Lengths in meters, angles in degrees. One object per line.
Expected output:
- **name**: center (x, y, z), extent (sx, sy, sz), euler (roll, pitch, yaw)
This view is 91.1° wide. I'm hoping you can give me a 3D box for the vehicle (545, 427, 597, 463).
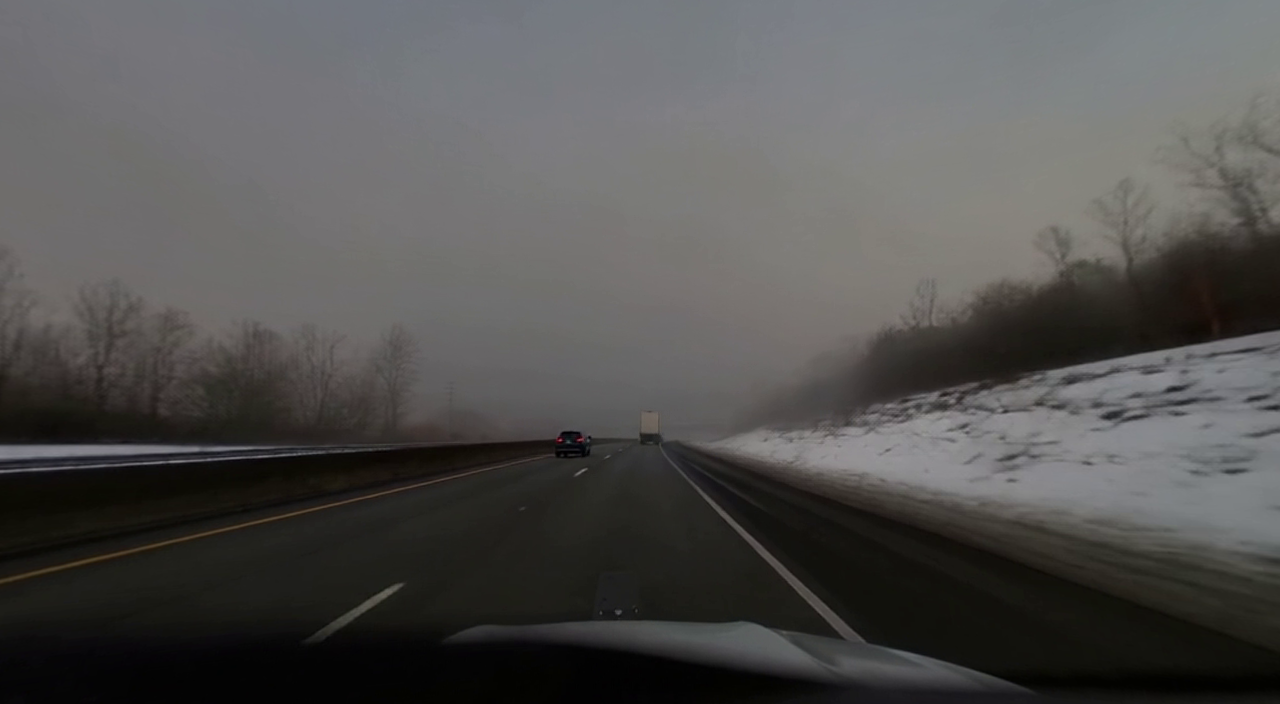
- **vehicle**: center (-3.329, 4.586, 31.185), extent (2.018, 1.678, 4.312), euler (0, -8, 1)
